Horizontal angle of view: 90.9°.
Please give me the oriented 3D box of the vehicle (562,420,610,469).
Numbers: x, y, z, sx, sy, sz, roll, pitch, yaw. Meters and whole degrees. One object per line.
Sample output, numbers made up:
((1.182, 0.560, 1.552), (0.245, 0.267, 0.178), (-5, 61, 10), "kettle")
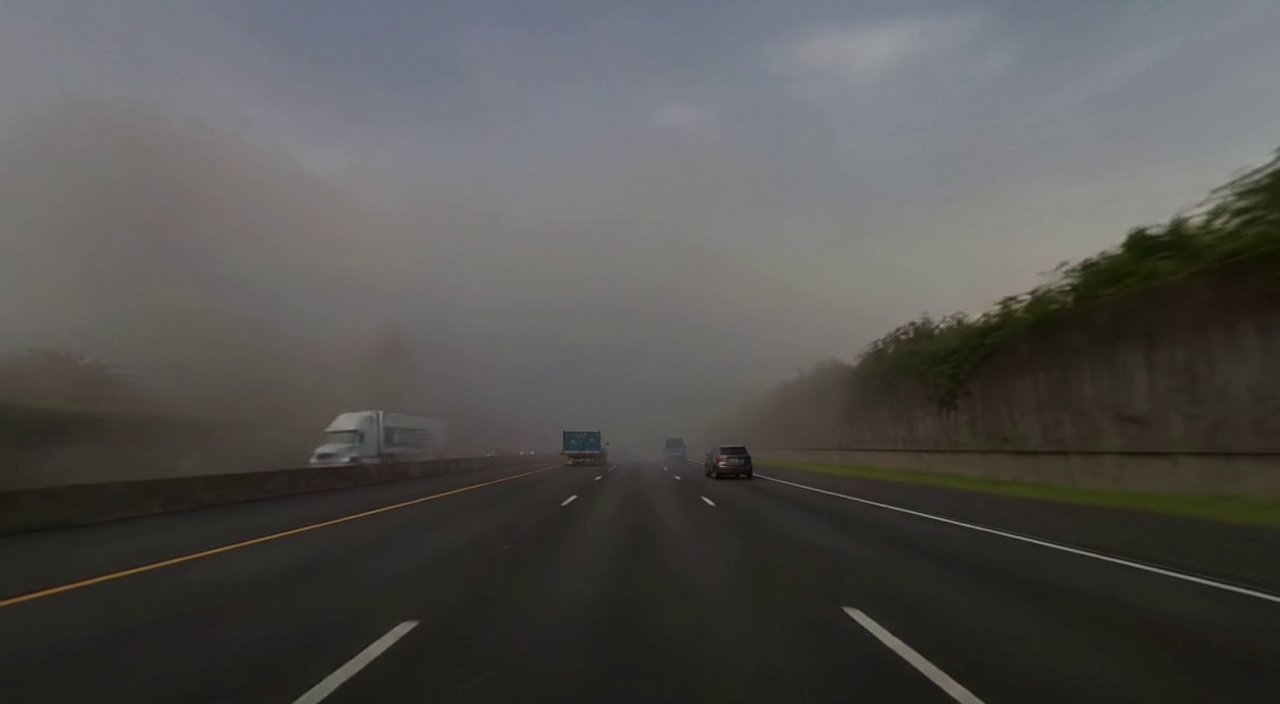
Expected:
((-3.696, 6.602, 44.819), (2.667, 3.195, 6.731), (0, -9, 1), "vehicle")

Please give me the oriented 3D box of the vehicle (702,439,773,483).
((3.661, 4.197, 24.409), (1.983, 1.545, 4.038), (0, -9, -1), "vehicle")

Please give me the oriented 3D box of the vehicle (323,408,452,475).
((-18.710, 7.053, 49.004), (3.193, 4.259, 17.218), (0, -9, -1), "vehicle")
